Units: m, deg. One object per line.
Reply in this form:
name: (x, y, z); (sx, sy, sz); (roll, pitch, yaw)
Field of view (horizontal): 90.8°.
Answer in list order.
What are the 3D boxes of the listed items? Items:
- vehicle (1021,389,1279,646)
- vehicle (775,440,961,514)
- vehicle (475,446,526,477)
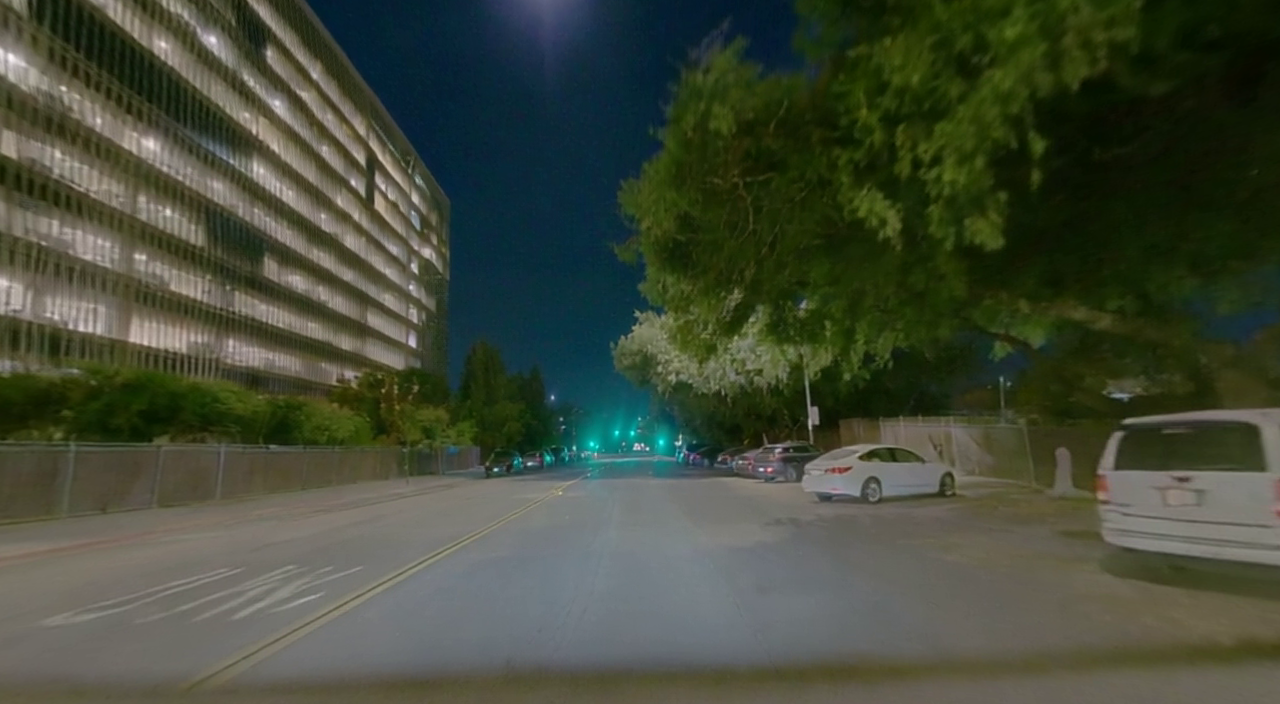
vehicle: (6.540, 1.357, 6.326); (5.061, 1.829, 2.274); (2, -8, -29)
vehicle: (5.316, 2.824, 14.769); (3.752, 1.494, 2.083); (5, -9, -29)
vehicle: (-8.414, 6.632, 38.523); (2.172, 1.707, 4.273); (0, -8, 0)
